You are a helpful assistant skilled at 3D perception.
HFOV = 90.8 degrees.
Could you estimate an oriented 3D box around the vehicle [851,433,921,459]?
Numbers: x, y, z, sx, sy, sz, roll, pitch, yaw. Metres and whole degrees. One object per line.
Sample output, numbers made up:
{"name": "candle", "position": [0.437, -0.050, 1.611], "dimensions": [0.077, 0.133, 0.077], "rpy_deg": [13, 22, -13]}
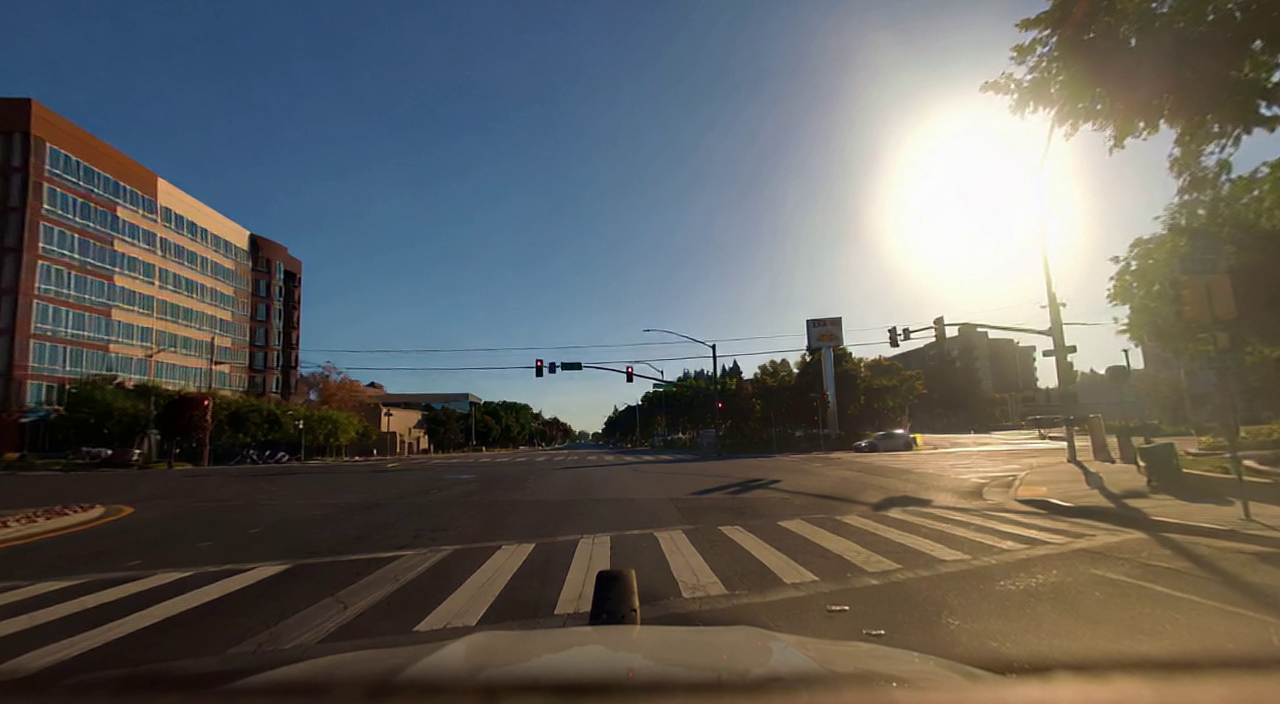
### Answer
{"name": "vehicle", "position": [17.630, 6.743, 45.243], "dimensions": [4.600, 1.783, 1.970], "rpy_deg": [4, -10, -26]}
